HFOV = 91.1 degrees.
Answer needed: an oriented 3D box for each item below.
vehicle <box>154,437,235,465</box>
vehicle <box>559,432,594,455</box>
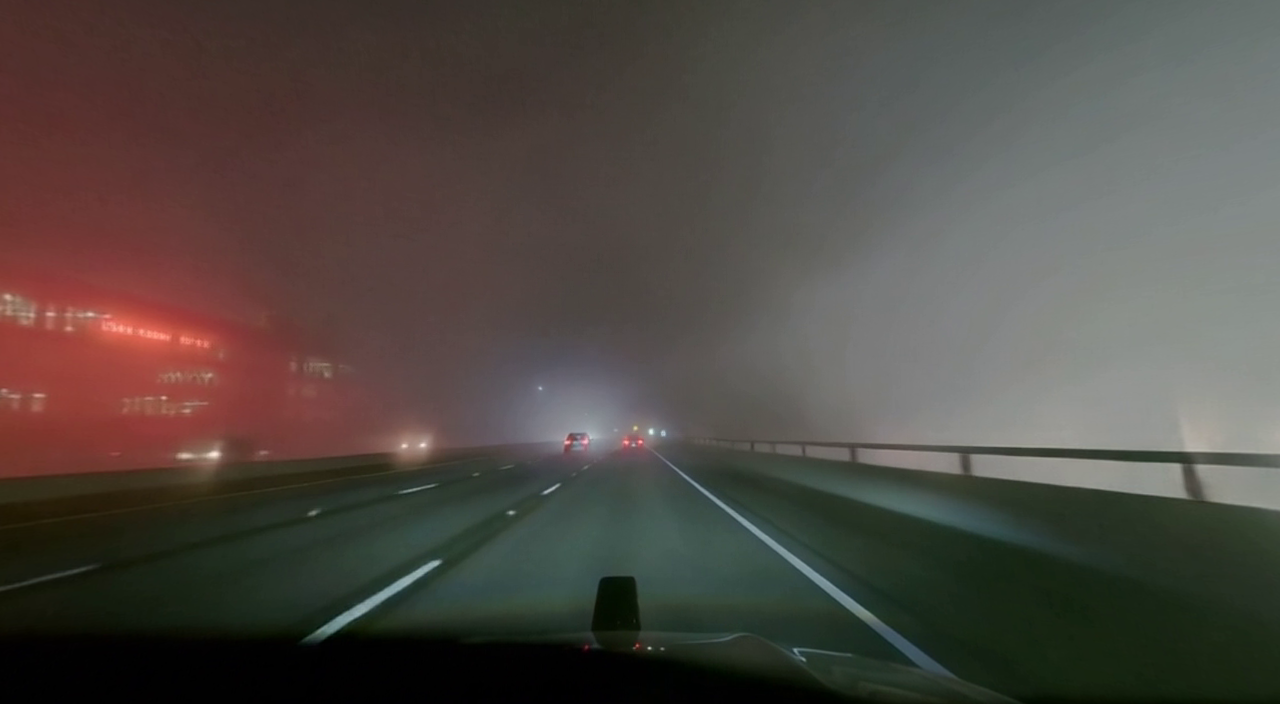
[{"bbox_3d":[-24.973,5.538,35.421,1.749,1.452,3.764,0,-8,1],"label":"vehicle"},{"bbox_3d":[-4.582,6.659,45.975,2.036,1.612,4.510,0,-8,1],"label":"vehicle"}]
